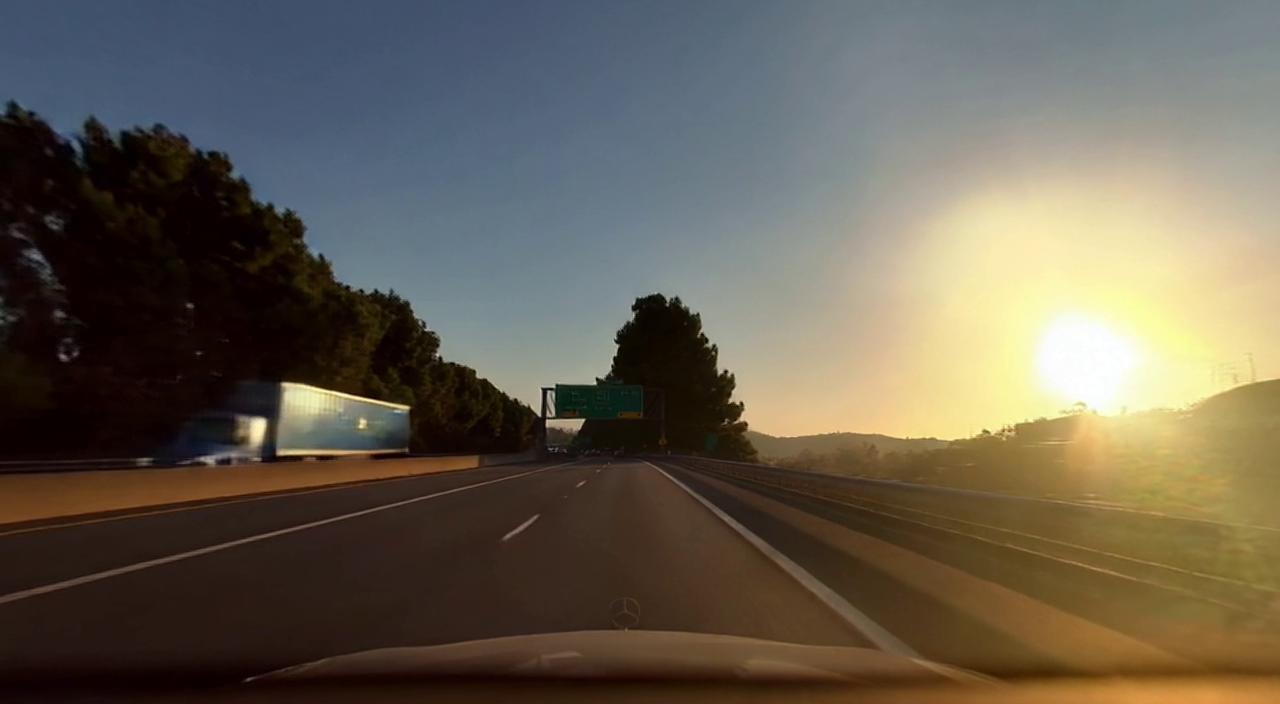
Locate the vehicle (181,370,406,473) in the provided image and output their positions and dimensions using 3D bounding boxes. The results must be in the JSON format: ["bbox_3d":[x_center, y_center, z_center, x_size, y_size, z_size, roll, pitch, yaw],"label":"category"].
[{"bbox_3d":[-16.908,4.088,33.621,2.908,4.077,17.001,0,-9,-2],"label":"vehicle"}]
